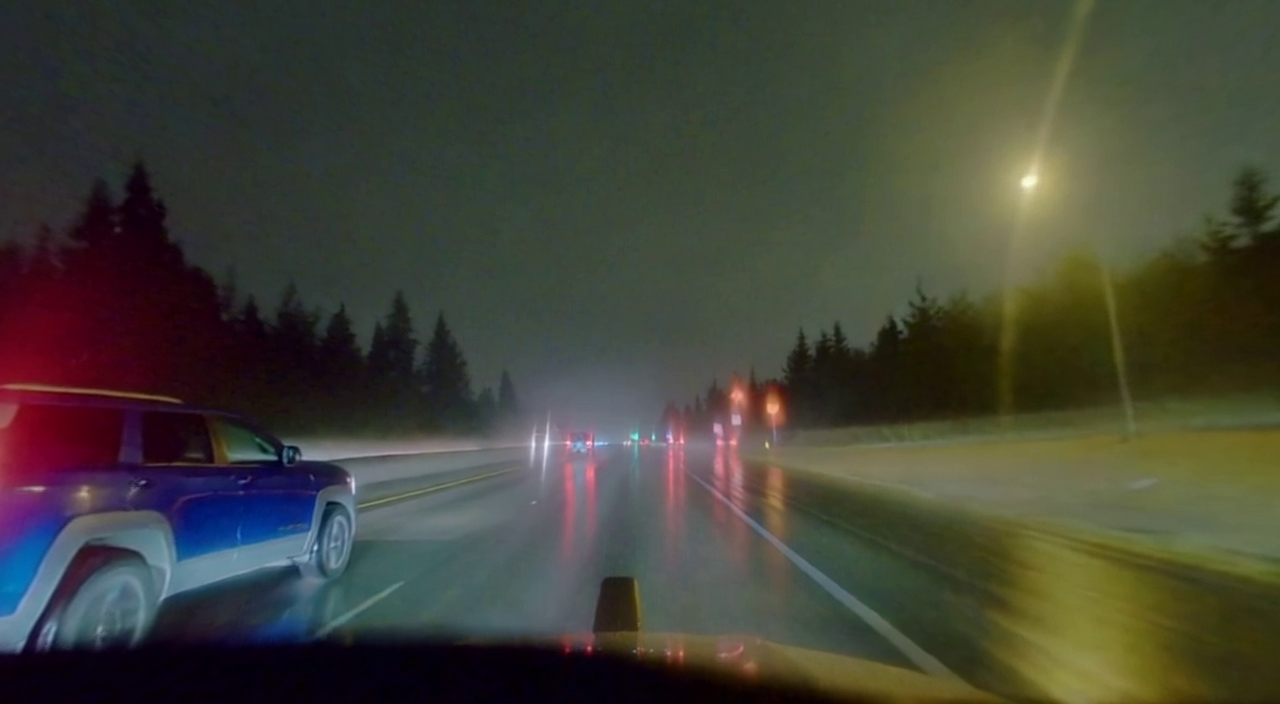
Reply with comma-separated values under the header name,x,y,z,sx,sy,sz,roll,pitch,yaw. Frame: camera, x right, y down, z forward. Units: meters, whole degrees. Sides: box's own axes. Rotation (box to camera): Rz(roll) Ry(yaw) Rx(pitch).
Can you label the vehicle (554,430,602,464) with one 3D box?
name,x,y,z,sx,sy,sz,roll,pitch,yaw
vehicle,-3.274,5.109,33.867,2.125,1.662,4.336,0,-8,0
